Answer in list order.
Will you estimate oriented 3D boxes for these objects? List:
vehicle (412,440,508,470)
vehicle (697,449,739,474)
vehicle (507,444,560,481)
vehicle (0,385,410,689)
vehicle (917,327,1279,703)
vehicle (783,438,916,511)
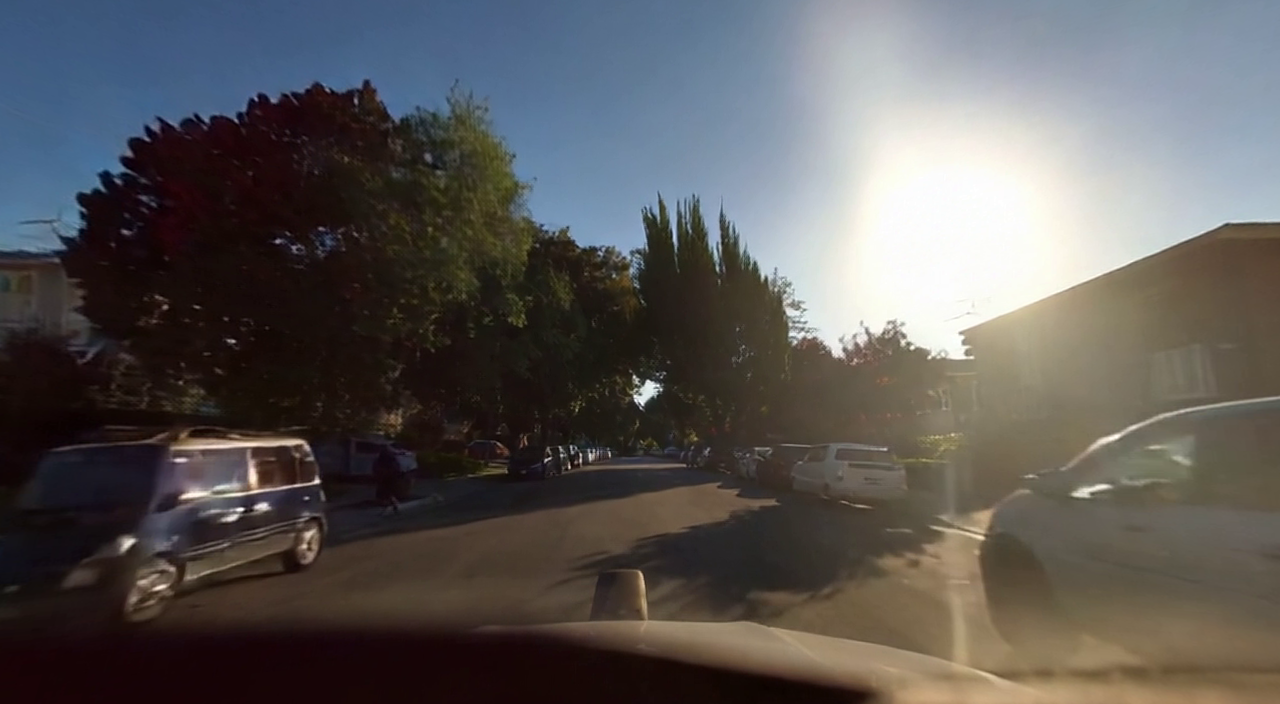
[{"bbox_3d":[-11.940,6.846,42.188,5.755,1.869,2.194,1,-8,-2],"label":"vehicle"},{"bbox_3d":[4.844,6.875,39.855,1.847,1.448,4.162,0,-9,-3],"label":"vehicle"},{"bbox_3d":[-4.921,5.185,29.712,1.983,1.579,3.879,1,-9,-2],"label":"vehicle"},{"bbox_3d":[-5.016,1.795,7.503,2.394,2.089,5.951,-3,-9,-1],"label":"vehicle"},{"bbox_3d":[3.744,0.907,2.650,2.415,1.963,5.688,0,-8,-2],"label":"vehicle"},{"bbox_3d":[5.080,3.016,16.005,1.826,1.566,4.307,0,-9,-1],"label":"vehicle"}]
